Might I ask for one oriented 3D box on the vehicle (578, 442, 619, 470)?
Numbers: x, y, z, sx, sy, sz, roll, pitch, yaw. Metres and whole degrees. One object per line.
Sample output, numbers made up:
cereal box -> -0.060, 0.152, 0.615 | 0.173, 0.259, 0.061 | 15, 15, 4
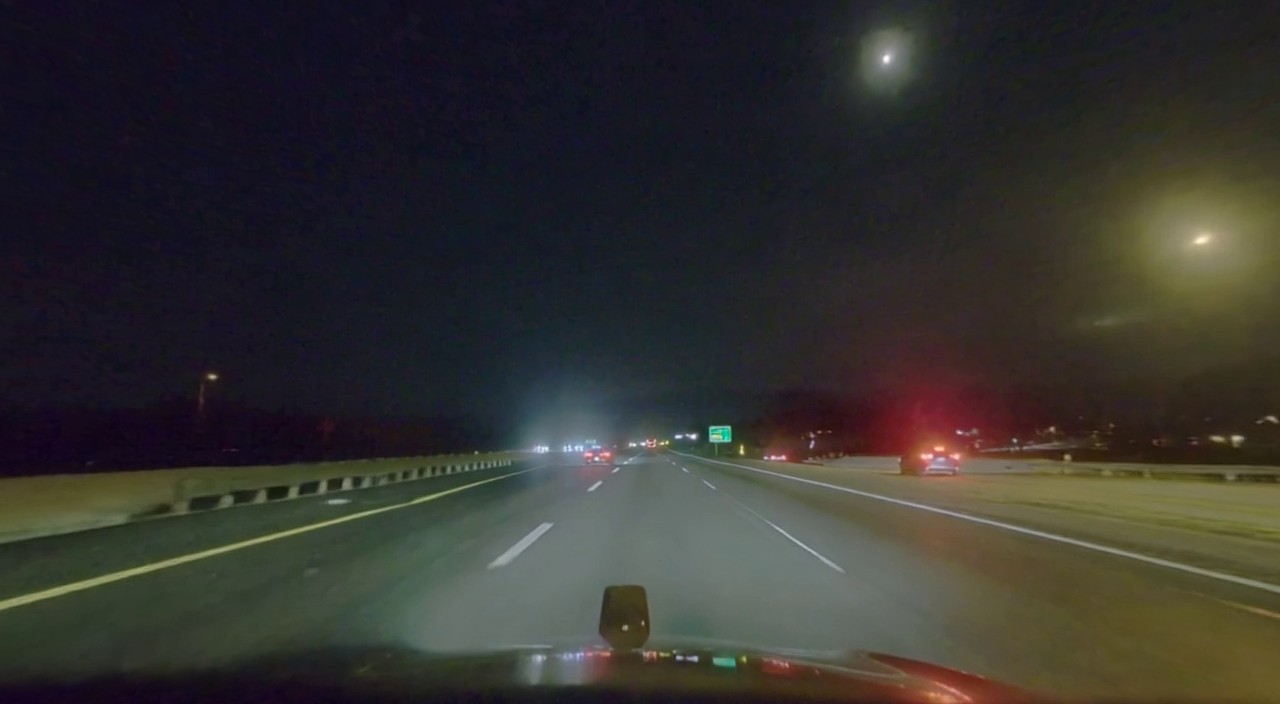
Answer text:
vehicle -> -2.405, 6.147, 37.464 | 1.968, 1.504, 3.892 | 0, -8, 3
